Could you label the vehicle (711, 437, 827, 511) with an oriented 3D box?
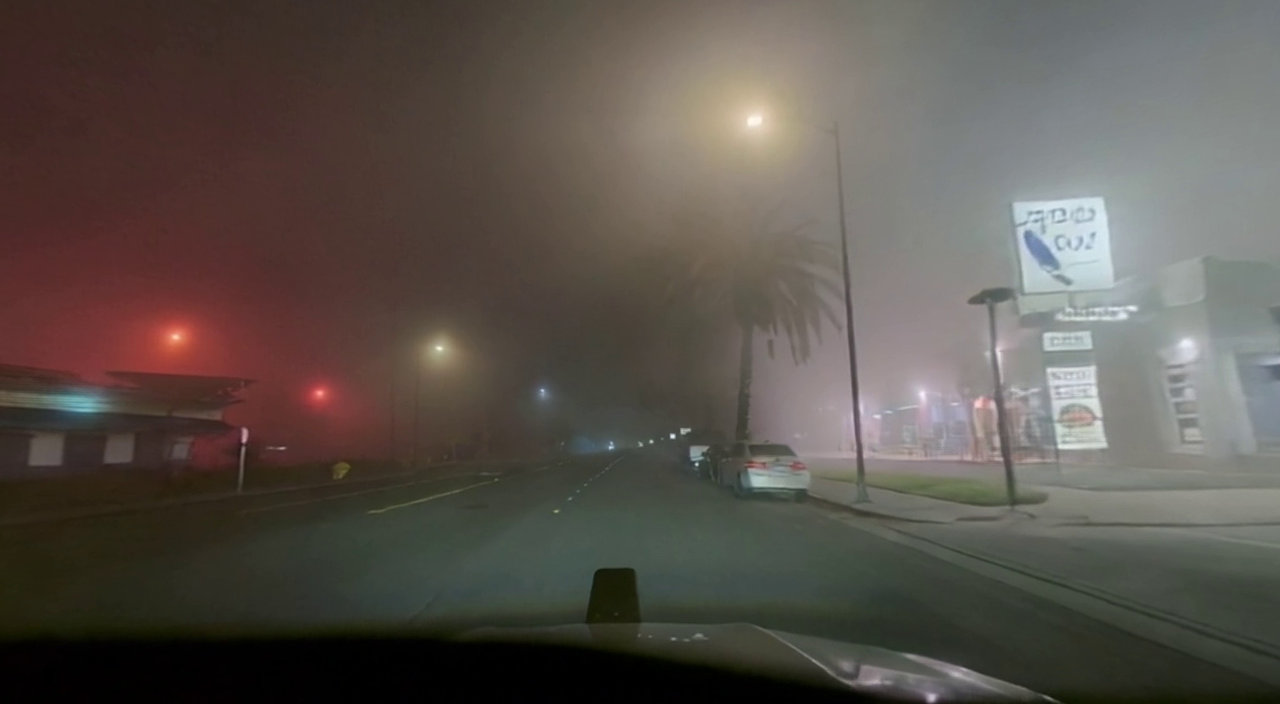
[{"bbox_3d":[3.123,3.064,16.324,2.046,1.588,4.508,0,-9,0],"label":"vehicle"}]
